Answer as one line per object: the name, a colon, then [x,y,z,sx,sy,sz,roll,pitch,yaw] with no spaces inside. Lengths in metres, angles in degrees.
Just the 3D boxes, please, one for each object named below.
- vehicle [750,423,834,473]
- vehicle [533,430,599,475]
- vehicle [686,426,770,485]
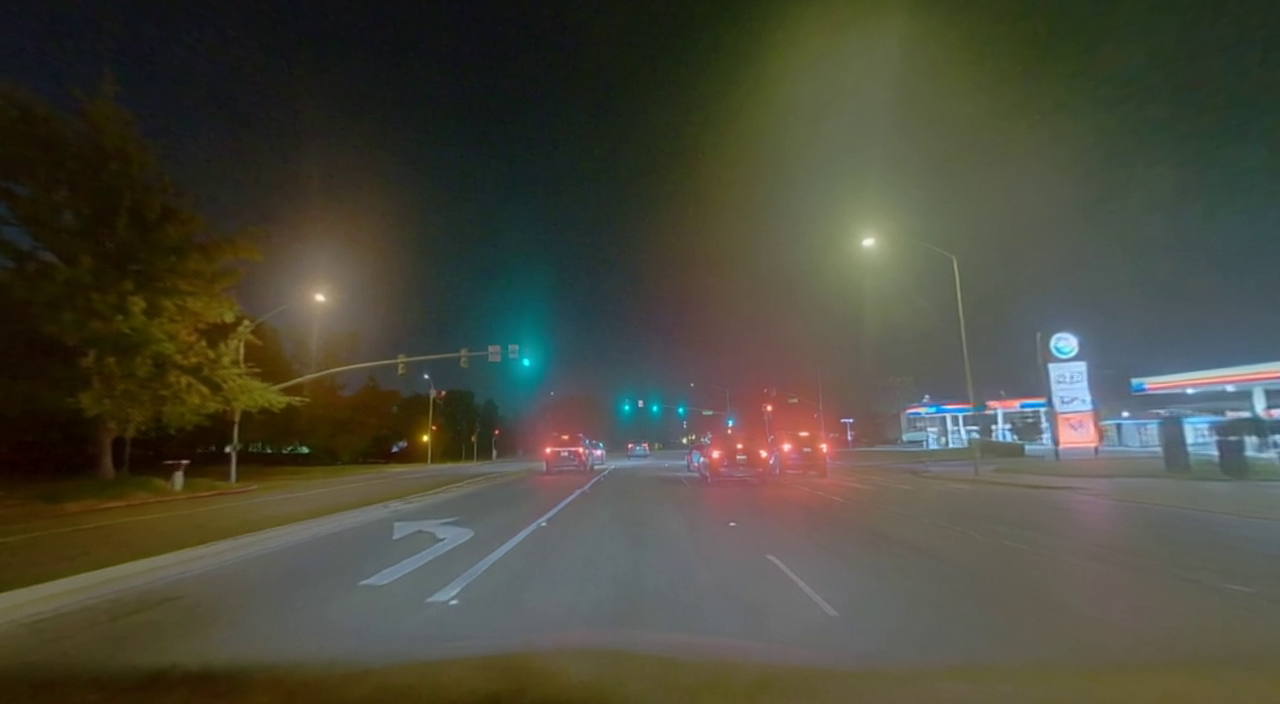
vehicle: [7.076,4.567,30.157,2.510,2.176,5.527,0,-8,-2]
vehicle: [-3.226,4.494,28.435,2.261,1.820,4.255,0,-8,2]
vehicle: [2.863,3.506,21.650,2.140,1.800,4.660,0,-8,-1]
